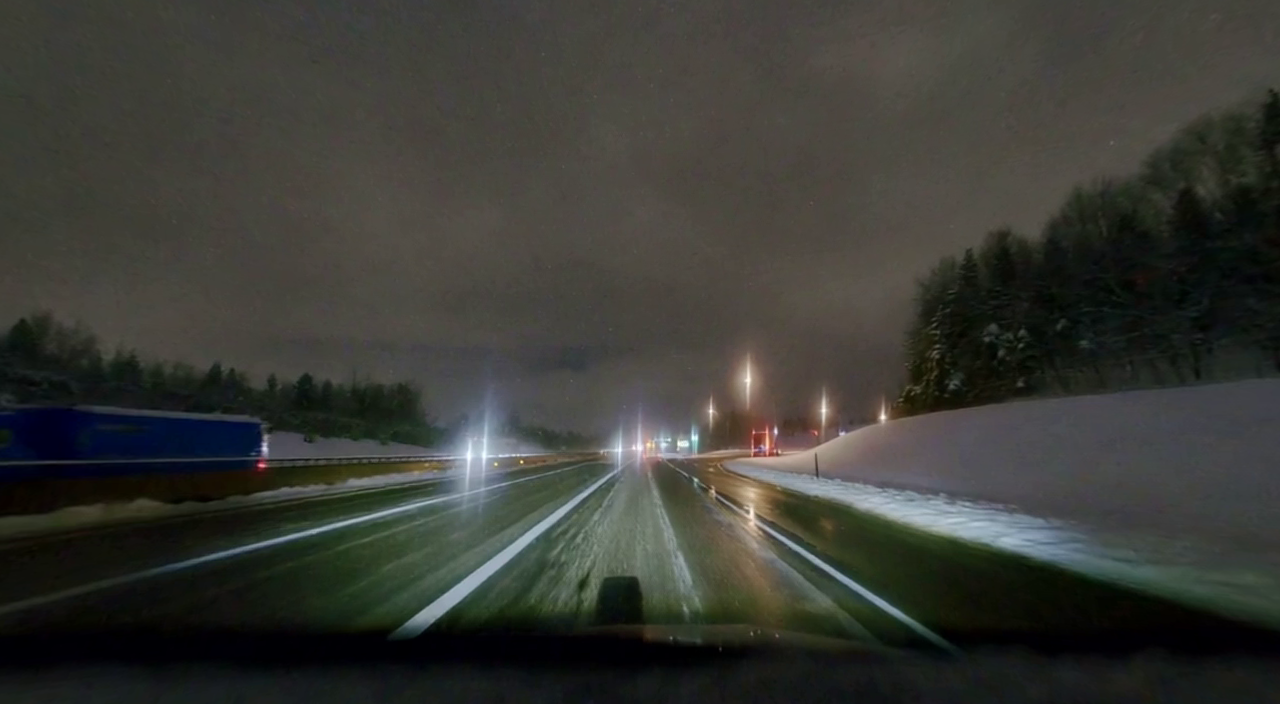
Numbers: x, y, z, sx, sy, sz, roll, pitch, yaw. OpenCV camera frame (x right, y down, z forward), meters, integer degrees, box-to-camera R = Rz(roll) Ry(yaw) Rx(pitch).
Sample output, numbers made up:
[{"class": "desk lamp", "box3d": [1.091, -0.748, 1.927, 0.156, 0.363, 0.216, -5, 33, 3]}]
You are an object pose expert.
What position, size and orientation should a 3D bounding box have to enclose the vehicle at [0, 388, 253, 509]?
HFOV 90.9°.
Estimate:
[{"class": "vehicle", "box3d": [-23.213, 4.316, 27.914, 2.910, 4.044, 14.275, 0, -9, 1]}]
